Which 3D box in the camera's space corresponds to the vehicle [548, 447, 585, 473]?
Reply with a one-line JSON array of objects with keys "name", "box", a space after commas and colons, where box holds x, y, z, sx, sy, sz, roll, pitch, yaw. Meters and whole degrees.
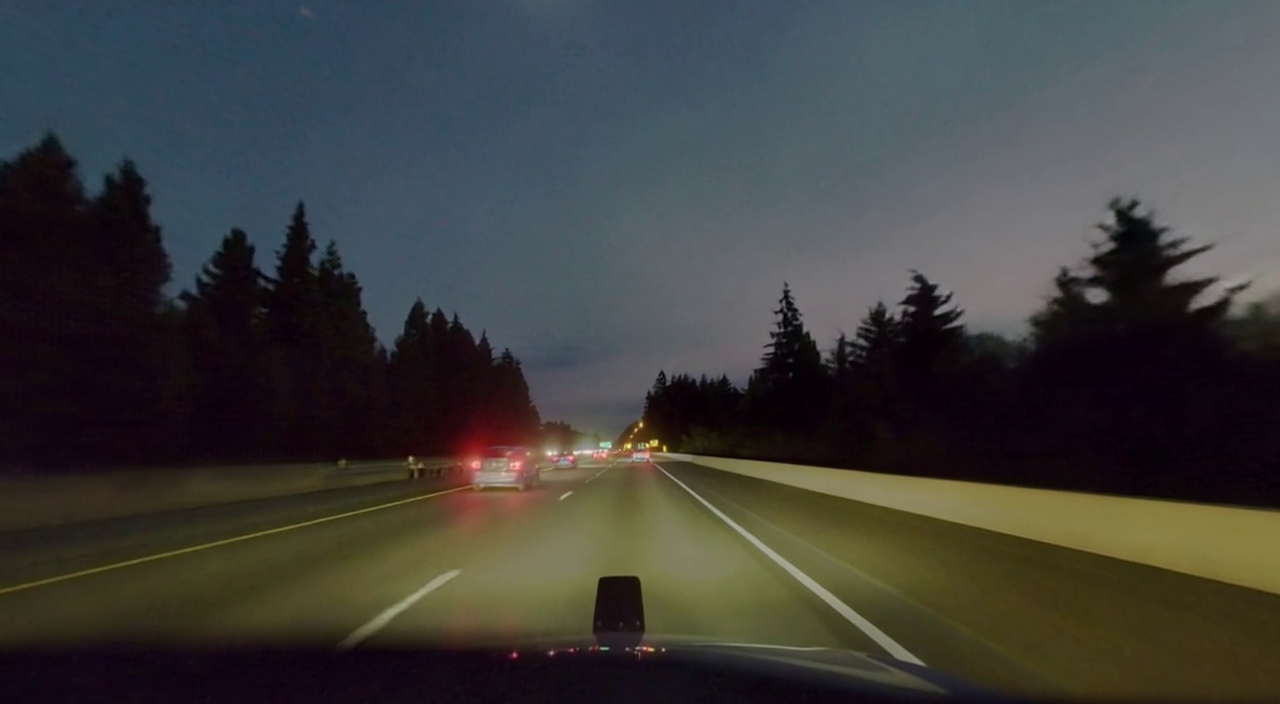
[{"name": "vehicle", "box": [-4.630, 6.812, 40.069, 1.838, 1.508, 4.317, 0, -9, 0]}]

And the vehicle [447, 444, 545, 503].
[{"name": "vehicle", "box": [-3.991, 3.408, 18.154, 1.897, 1.481, 3.859, 0, -9, 0]}]
